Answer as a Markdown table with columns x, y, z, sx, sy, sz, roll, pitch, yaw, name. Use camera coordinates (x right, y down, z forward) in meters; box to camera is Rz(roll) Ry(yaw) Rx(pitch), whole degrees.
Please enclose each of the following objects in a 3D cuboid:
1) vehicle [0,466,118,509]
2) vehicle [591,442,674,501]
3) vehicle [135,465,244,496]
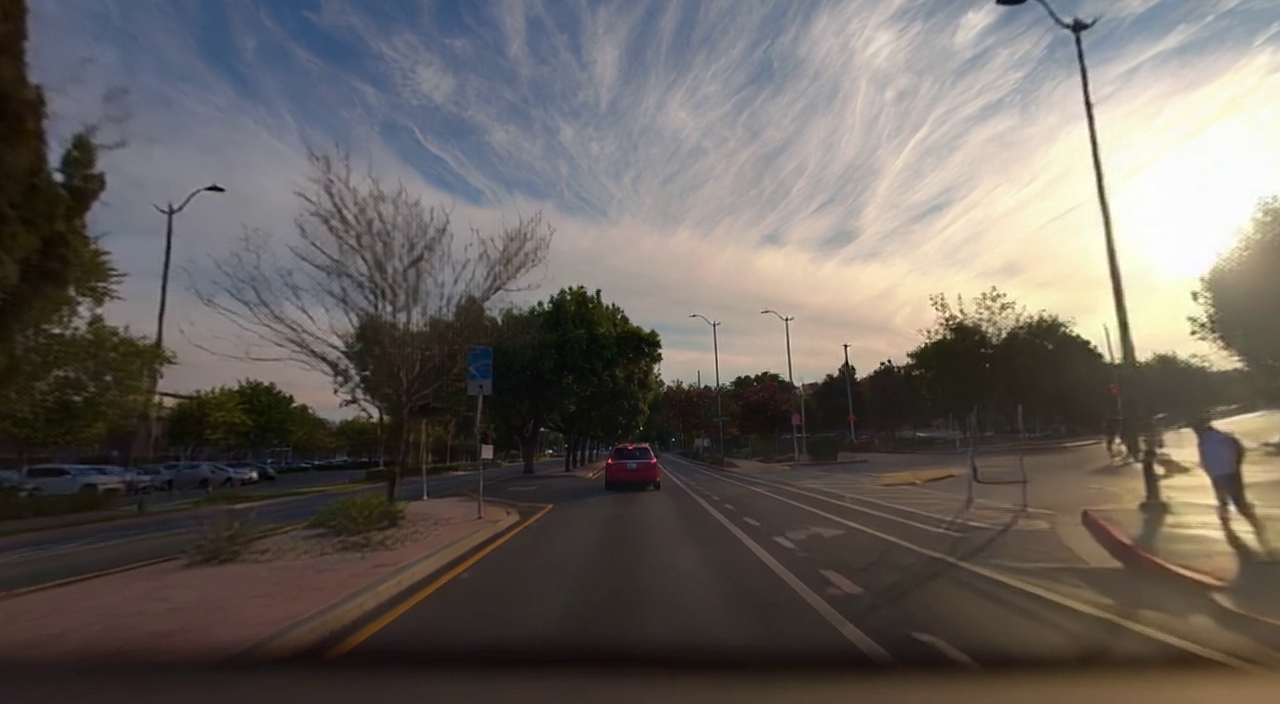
| x | y | z | sx | sy | sz | roll | pitch | yaw | name |
| --- | --- | --- | --- | --- | --- | --- | --- | --- | --- |
| -23.287 | 5.200 | 24.462 | 4.204 | 1.522 | 1.998 | 0 | -9 | -3 | vehicle |
| -0.207 | 3.562 | 19.243 | 2.221 | 1.570 | 4.398 | 0 | -9 | 0 | vehicle |
| -22.940 | 6.542 | 32.299 | 4.086 | 1.478 | 1.844 | 0 | -9 | -4 | vehicle |
